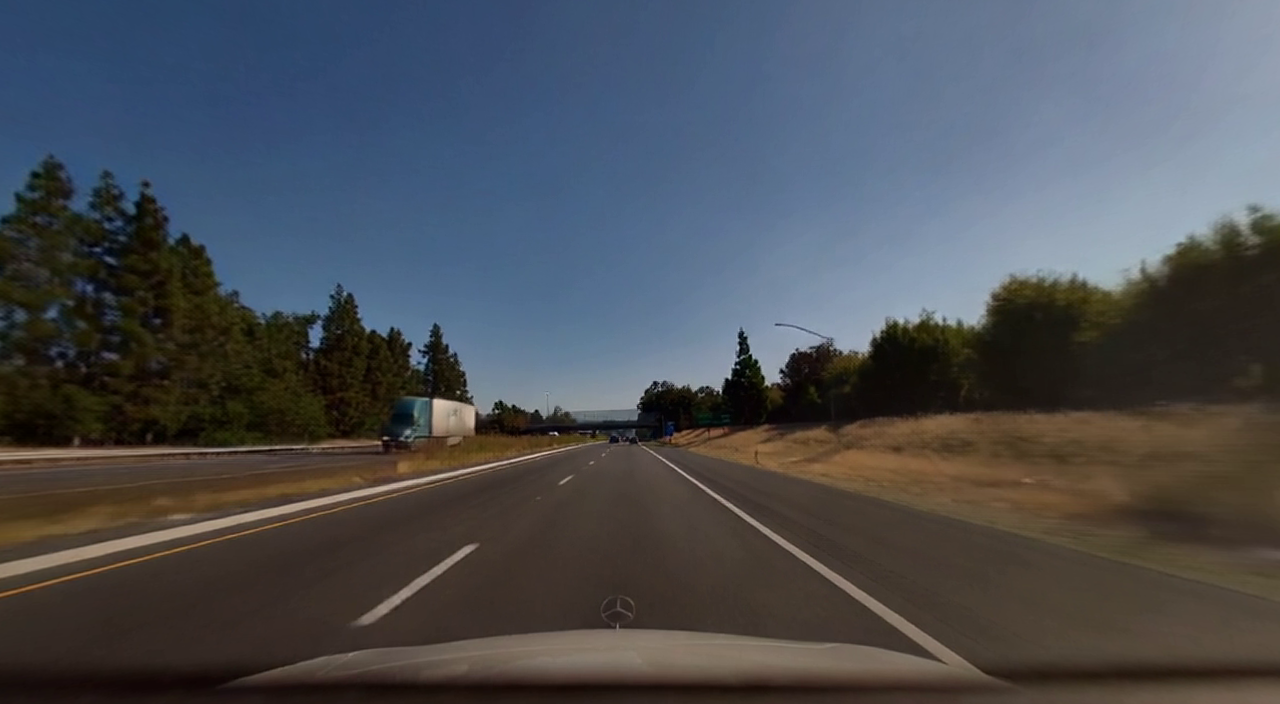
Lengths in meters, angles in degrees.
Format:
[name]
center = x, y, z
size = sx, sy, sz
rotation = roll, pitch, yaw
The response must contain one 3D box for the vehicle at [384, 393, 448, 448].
[vehicle]
center = -17.215, 5.379, 48.774
size = 2.945, 3.994, 5.608
rotation = 1, -7, -2
